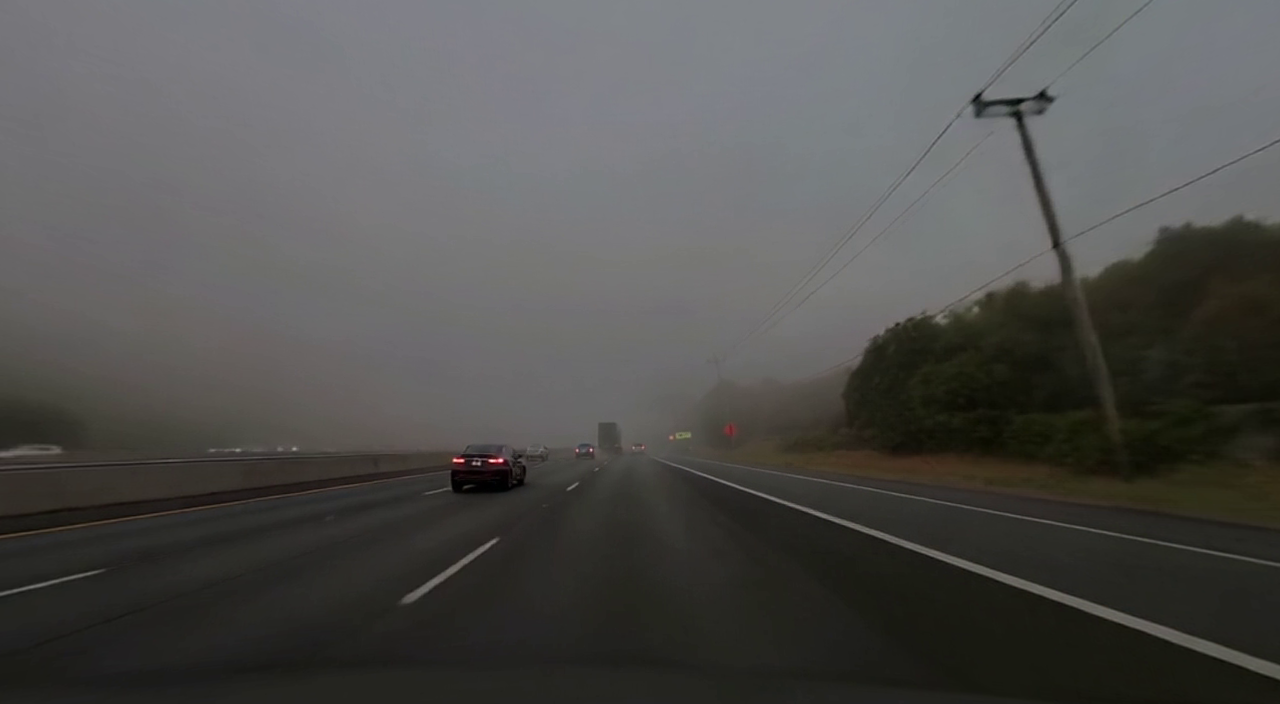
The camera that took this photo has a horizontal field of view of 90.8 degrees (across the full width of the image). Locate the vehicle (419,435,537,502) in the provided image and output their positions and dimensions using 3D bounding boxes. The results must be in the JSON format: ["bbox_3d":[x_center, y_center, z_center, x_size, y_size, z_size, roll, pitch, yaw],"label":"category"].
[{"bbox_3d":[-4.122,3.047,16.928,1.963,1.533,4.477,0,-9,0],"label":"vehicle"}]

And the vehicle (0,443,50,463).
[{"bbox_3d":[-48.473,7.823,48.854,1.772,1.478,3.972,0,-9,-1],"label":"vehicle"}]

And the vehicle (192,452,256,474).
[{"bbox_3d":[-30.026,7.981,45.773,1.916,1.471,3.905,0,-9,1],"label":"vehicle"}]

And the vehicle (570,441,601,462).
[{"bbox_3d":[-4.173,7.712,48.890,2.038,1.533,4.103,0,-9,-1],"label":"vehicle"}]
